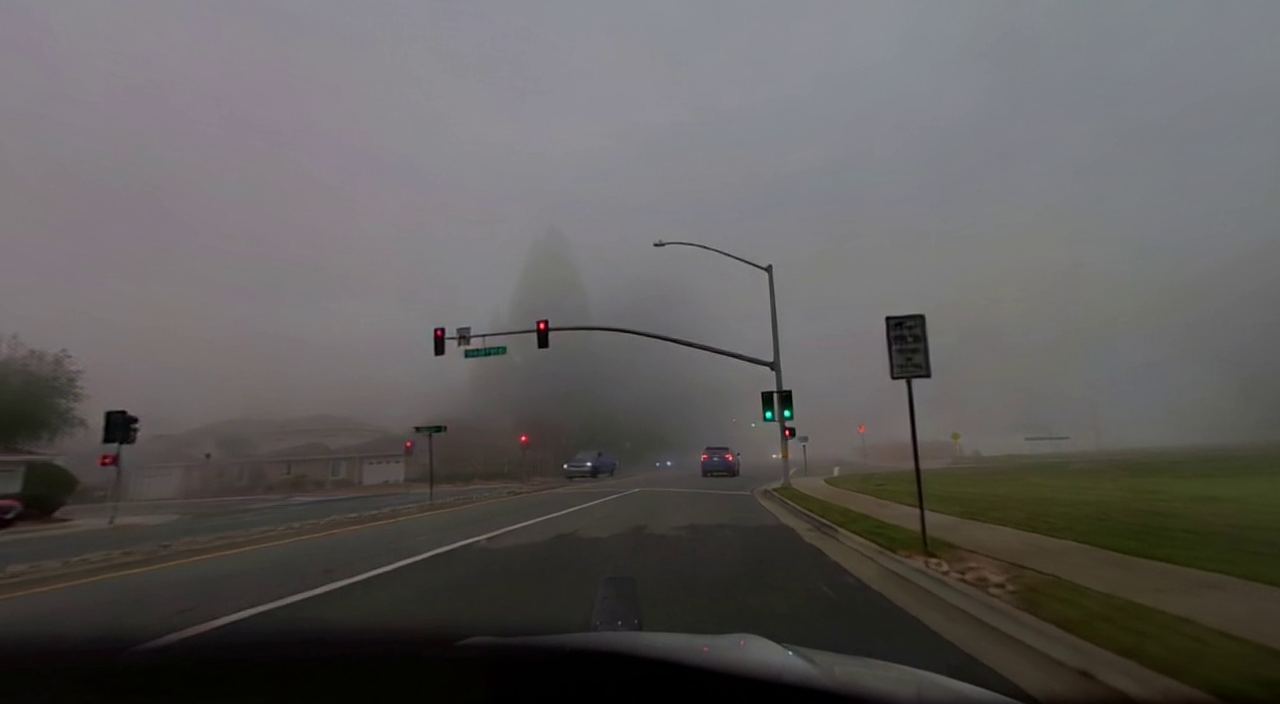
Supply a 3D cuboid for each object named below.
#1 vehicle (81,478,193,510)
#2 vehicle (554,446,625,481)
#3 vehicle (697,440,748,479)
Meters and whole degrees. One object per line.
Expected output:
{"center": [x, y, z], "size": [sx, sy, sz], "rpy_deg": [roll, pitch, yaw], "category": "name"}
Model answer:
{"center": [-31.096, 8.769, 39.056], "size": [4.697, 1.691, 2.486], "rpy_deg": [1, -9, -5], "category": "vehicle"}
{"center": [-3.156, 7.245, 41.489], "size": [2.369, 2.041, 6.995], "rpy_deg": [-3, -9, 16], "category": "vehicle"}
{"center": [4.441, 5.613, 33.225], "size": [2.059, 1.908, 4.714], "rpy_deg": [-2, -9, 14], "category": "vehicle"}
